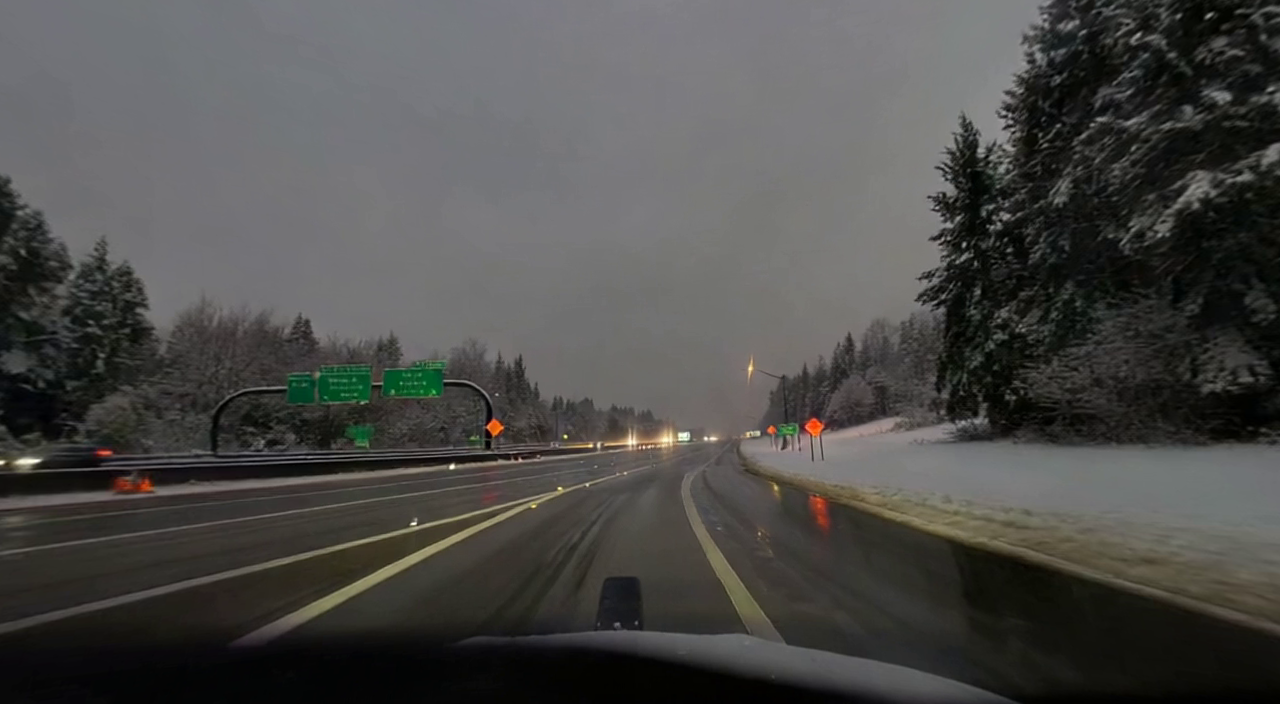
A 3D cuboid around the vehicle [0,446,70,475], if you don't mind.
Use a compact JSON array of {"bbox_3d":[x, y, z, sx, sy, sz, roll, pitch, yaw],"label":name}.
[{"bbox_3d":[-36.935,6.347,36.870,1.879,1.604,5.062,-1,-8,9],"label":"vehicle"}]
